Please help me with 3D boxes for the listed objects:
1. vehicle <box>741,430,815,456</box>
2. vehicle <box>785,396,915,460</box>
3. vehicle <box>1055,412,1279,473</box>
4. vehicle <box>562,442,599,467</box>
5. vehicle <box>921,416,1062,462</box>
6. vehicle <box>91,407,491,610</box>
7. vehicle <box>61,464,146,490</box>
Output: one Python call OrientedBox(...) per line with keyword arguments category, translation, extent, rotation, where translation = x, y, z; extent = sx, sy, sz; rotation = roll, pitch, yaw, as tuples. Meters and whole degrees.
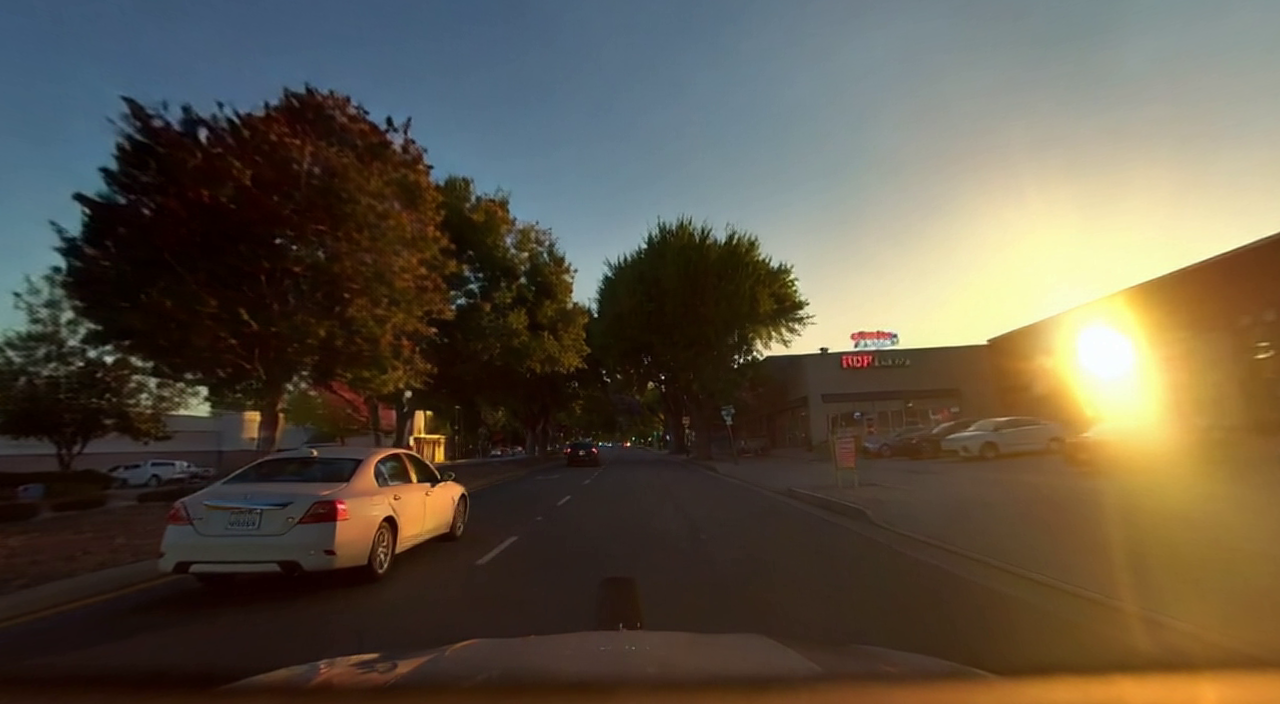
OrientedBox(category="vehicle", translation=(10.476, 6.933, 48.137), extent=(5.130, 1.902, 2.056), rotation=(0, -9, -1))
OrientedBox(category="vehicle", translation=(12.219, 4.501, 37.184), extent=(6.427, 3.417, 2.845), rotation=(-2, -8, -2))
OrientedBox(category="vehicle", translation=(13.422, 2.299, 16.023), extent=(4.470, 1.427, 1.872), rotation=(0, -9, -2))
OrientedBox(category="vehicle", translation=(-3.650, 6.363, 39.457), extent=(1.955, 1.461, 4.396), rotation=(0, -9, -1))
OrientedBox(category="vehicle", translation=(13.299, 3.321, 24.099), extent=(4.165, 1.650, 1.946), rotation=(0, -9, -3))
OrientedBox(category="vehicle", translation=(-3.433, 1.643, 7.563), extent=(2.126, 1.655, 4.560), rotation=(0, -9, 1))
OrientedBox(category="vehicle", translation=(-36.342, 8.452, 42.954), extent=(1.965, 1.470, 4.482), rotation=(0, -9, -3))
